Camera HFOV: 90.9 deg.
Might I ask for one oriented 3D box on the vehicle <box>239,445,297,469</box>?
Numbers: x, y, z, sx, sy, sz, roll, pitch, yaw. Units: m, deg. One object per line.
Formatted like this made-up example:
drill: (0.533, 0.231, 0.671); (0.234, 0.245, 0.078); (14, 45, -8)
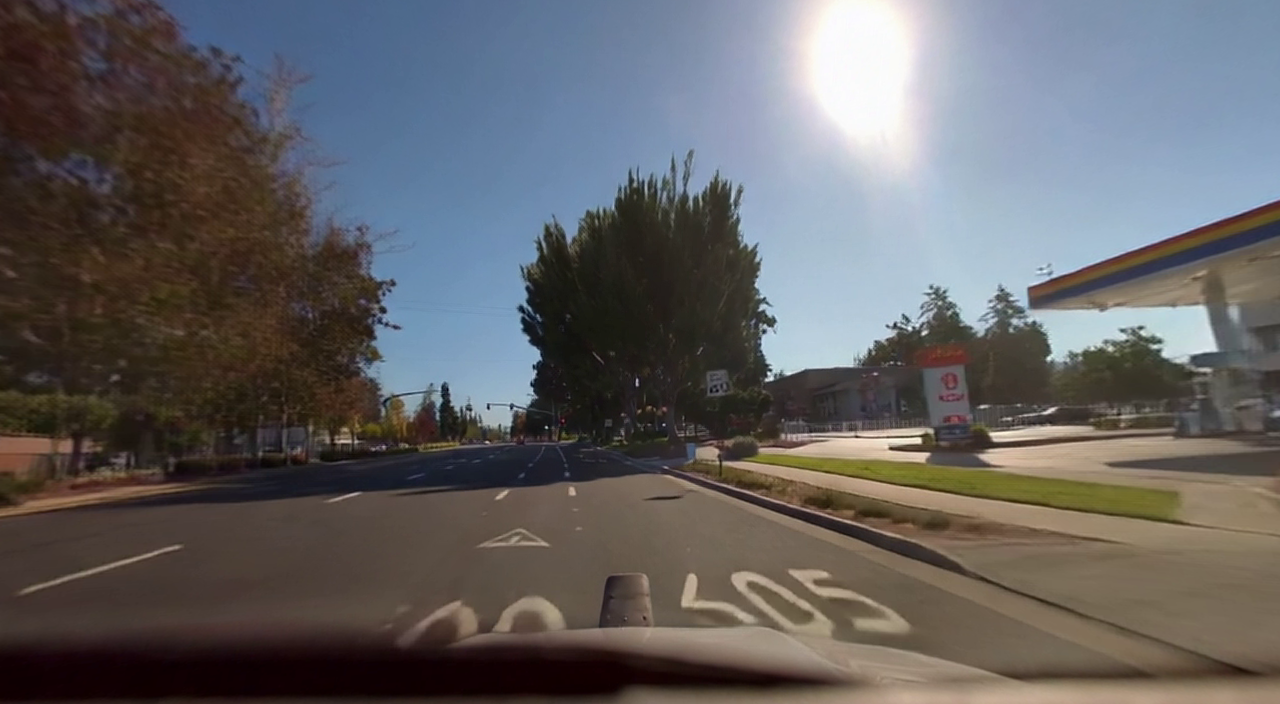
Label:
vehicle: (-25.919, 7.296, 44.118); (1.794, 1.468, 4.388); (1, -7, -6)
